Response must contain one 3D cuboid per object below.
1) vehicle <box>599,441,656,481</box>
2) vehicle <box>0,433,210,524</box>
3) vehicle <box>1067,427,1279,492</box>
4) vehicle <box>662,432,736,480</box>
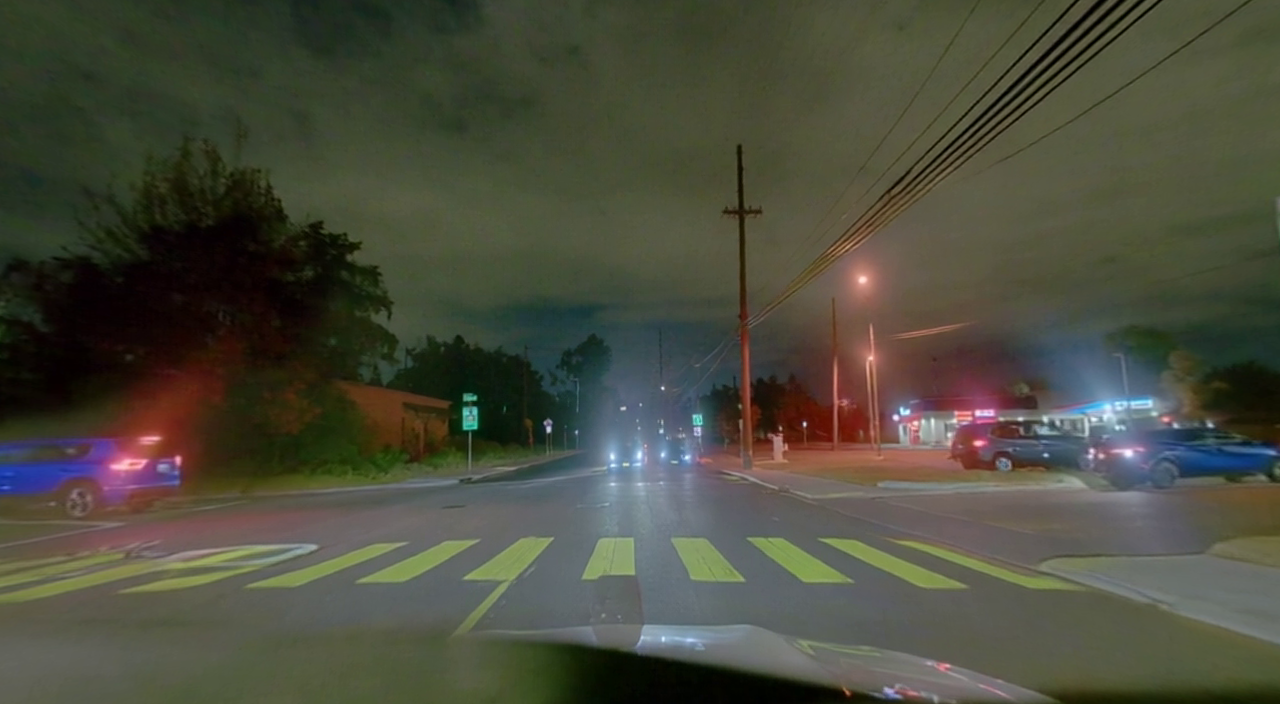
[{"bbox_3d":[-0.574,4.211,24.660,1.874,1.427,3.976,1,-9,-6],"label":"vehicle"},{"bbox_3d":[-13.779,2.865,14.612,5.866,1.904,2.197,1,-9,-6],"label":"vehicle"},{"bbox_3d":[13.170,2.484,14.775,4.872,1.400,1.955,-1,-9,3],"label":"vehicle"},{"bbox_3d":[2.429,4.533,27.852,2.553,1.868,5.536,0,-9,-2],"label":"vehicle"}]
